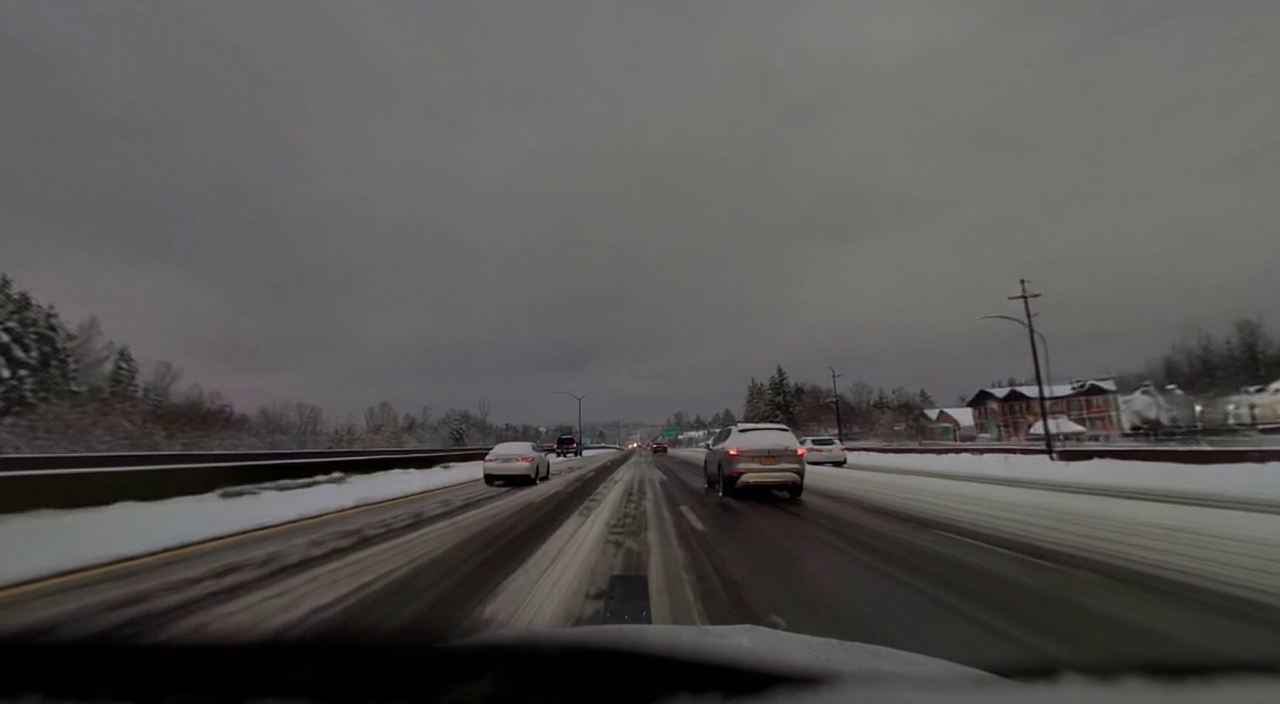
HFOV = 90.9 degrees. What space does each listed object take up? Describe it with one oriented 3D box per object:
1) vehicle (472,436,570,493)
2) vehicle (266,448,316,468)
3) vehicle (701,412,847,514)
[{"bbox_3d":[-3.545,3.433,19.727,2.080,1.542,4.718,0,-8,1],"label":"vehicle"},{"bbox_3d":[-26.372,7.989,47.684,1.614,1.424,3.568,-1,-8,3],"label":"vehicle"},{"bbox_3d":[2.713,2.412,14.142,2.148,1.852,4.835,0,-8,-1],"label":"vehicle"}]
